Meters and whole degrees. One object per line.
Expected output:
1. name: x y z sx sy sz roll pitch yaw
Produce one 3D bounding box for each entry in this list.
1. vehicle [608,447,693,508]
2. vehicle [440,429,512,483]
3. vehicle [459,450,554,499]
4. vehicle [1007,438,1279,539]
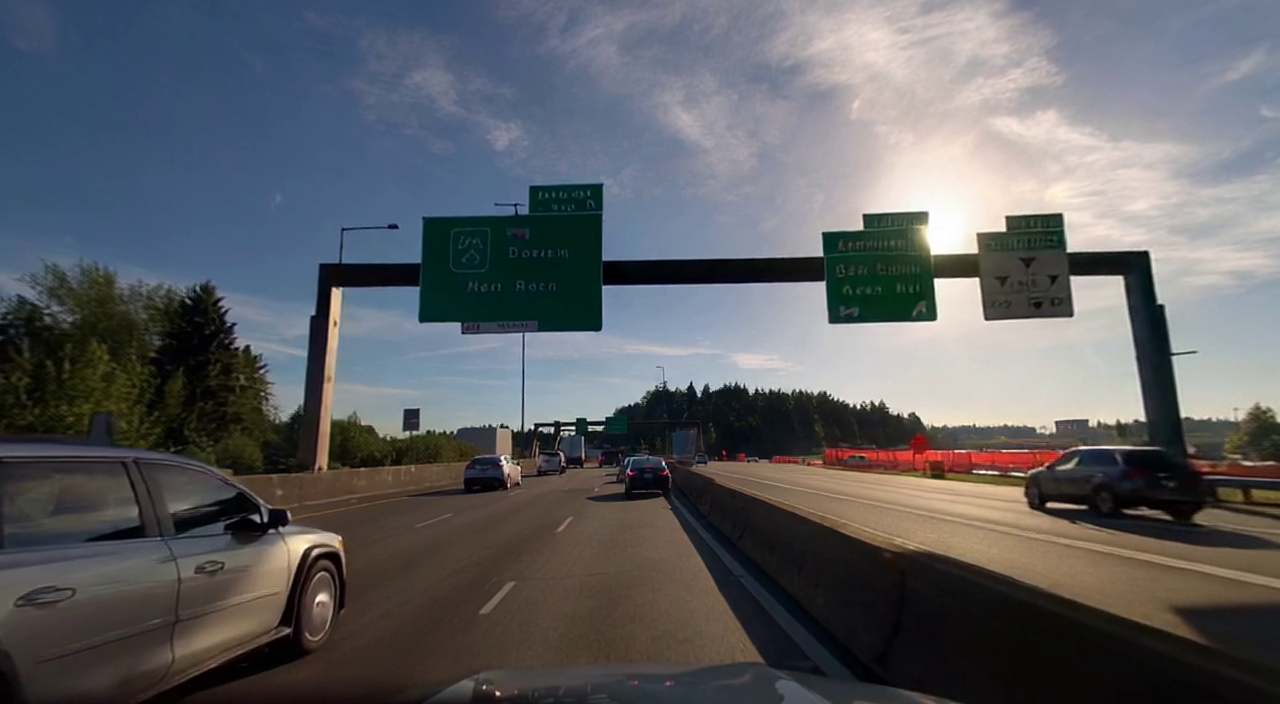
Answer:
1. vehicle: 0.262 3.356 17.205 2.080 1.451 3.512 0 -9 0
2. vehicle: -7.552 4.845 29.553 2.204 2.295 4.830 0 -9 -2
3. vehicle: -4.198 3.926 20.508 2.063 1.417 4.000 -1 -9 2
4. vehicle: 8.651 2.312 11.215 1.935 1.470 3.589 0 -9 -2
